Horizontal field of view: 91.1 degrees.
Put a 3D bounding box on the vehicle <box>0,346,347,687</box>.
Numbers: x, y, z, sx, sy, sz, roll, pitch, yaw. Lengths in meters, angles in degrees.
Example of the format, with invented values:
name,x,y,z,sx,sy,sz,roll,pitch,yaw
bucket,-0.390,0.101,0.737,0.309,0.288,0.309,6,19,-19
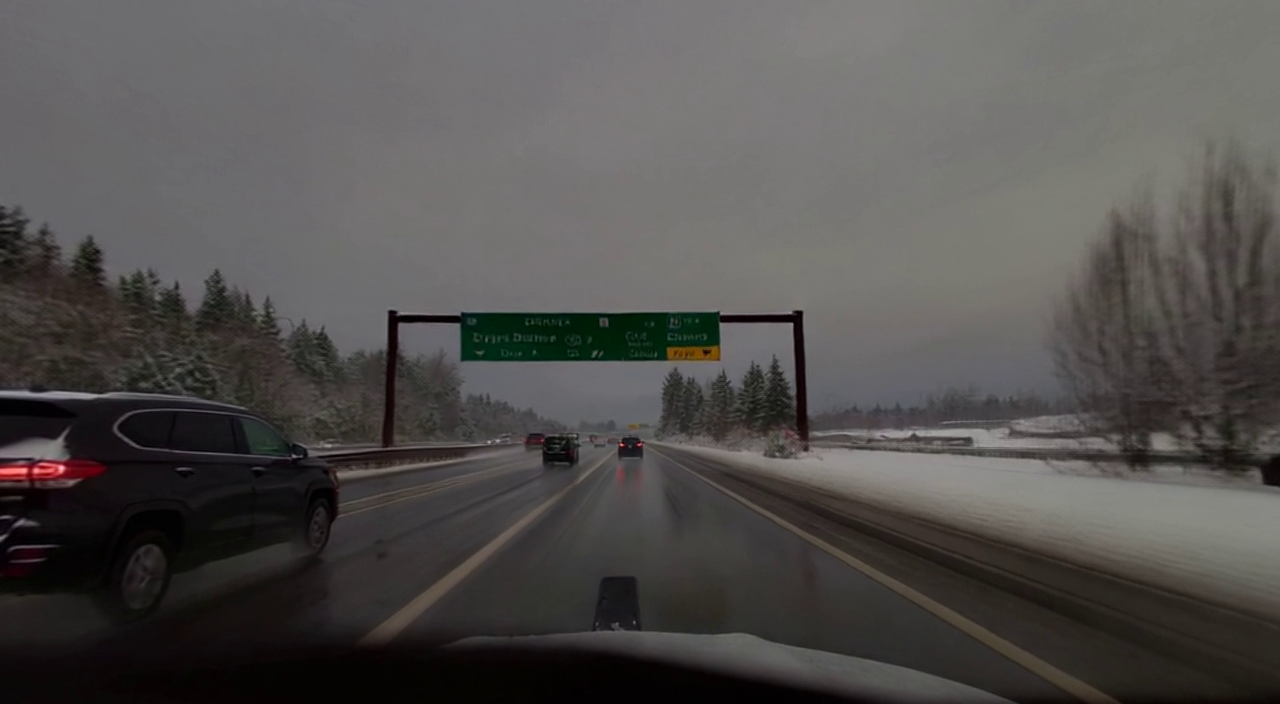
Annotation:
name,x,y,z,sx,sy,sz,roll,pitch,yaw
vehicle,-4.476,1.142,5.288,1.971,1.822,4.366,0,-8,-1

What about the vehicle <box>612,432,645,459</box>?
name,x,y,z,sx,sy,sz,roll,pitch,yaw
vehicle,-0.720,5.849,39.511,2.002,1.611,3.778,0,-8,-1

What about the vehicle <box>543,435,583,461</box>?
name,x,y,z,sx,sy,sz,roll,pitch,yaw
vehicle,-4.539,5.669,37.499,1.909,1.445,4.087,0,-8,-1
